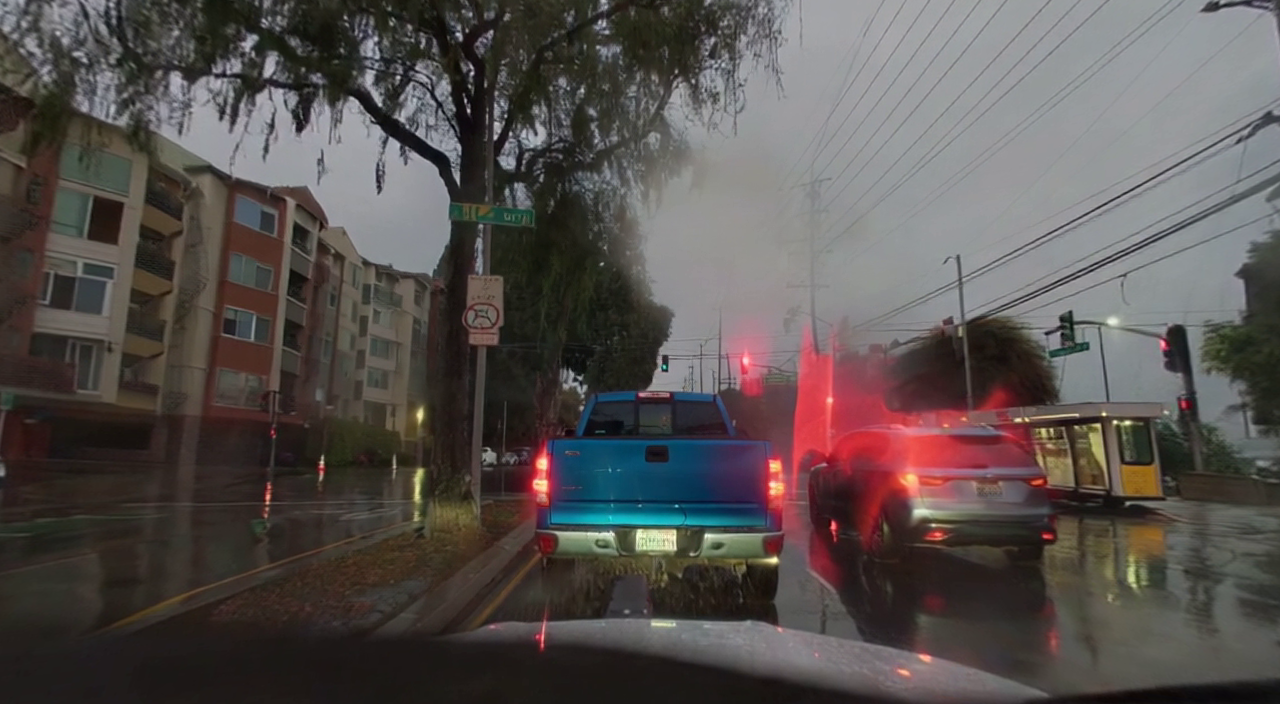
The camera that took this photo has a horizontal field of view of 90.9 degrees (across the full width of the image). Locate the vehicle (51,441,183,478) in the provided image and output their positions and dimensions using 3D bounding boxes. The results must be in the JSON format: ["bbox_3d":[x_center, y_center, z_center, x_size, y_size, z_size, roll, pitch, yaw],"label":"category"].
[{"bbox_3d":[-24.851,5.107,30.066,4.563,1.692,1.778,0,-8,-2],"label":"vehicle"}]

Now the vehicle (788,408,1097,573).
[{"bbox_3d":[3.835,1.848,9.259,2.131,1.759,4.762,0,-8,0],"label":"vehicle"}]

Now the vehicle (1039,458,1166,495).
[{"bbox_3d":[21.803,5.873,29.845,4.498,1.618,1.843,0,-8,0],"label":"vehicle"}]

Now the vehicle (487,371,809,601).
[{"bbox_3d":[0.099,1.512,8.003,2.738,1.959,5.070,0,-8,1],"label":"vehicle"}]

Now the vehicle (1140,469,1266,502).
[{"bbox_3d":[26.399,6.255,29.660,4.071,1.388,1.884,0,-8,1],"label":"vehicle"}]
